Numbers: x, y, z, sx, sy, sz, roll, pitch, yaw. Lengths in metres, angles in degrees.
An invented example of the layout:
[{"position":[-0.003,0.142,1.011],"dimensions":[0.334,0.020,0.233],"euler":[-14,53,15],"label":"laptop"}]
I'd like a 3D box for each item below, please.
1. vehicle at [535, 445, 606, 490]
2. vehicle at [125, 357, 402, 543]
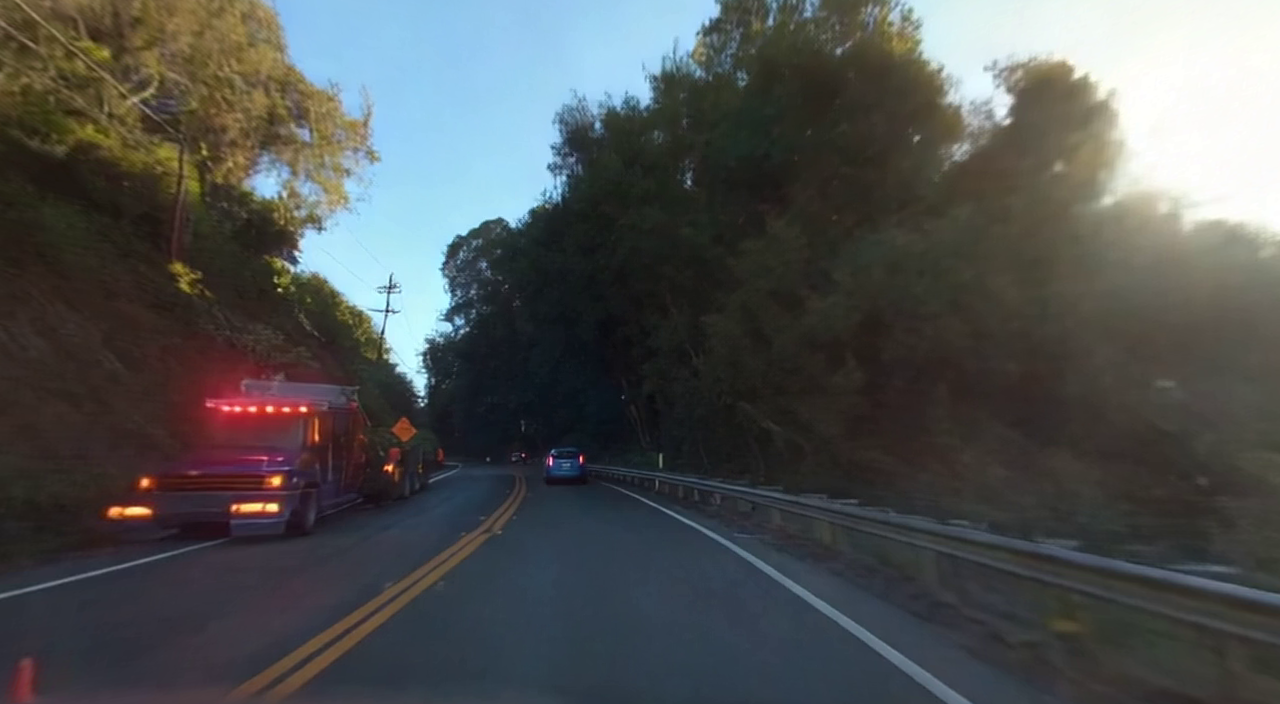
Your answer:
[{"position":[-2.692,4.223,23.459],"dimensions":[2.259,1.503,4.075],"euler":[2,-9,-11],"label":"vehicle"},{"position":[-6.060,1.661,10.965],"dimensions":[2.257,2.597,4.069],"euler":[0,-9,-2],"label":"vehicle"}]
